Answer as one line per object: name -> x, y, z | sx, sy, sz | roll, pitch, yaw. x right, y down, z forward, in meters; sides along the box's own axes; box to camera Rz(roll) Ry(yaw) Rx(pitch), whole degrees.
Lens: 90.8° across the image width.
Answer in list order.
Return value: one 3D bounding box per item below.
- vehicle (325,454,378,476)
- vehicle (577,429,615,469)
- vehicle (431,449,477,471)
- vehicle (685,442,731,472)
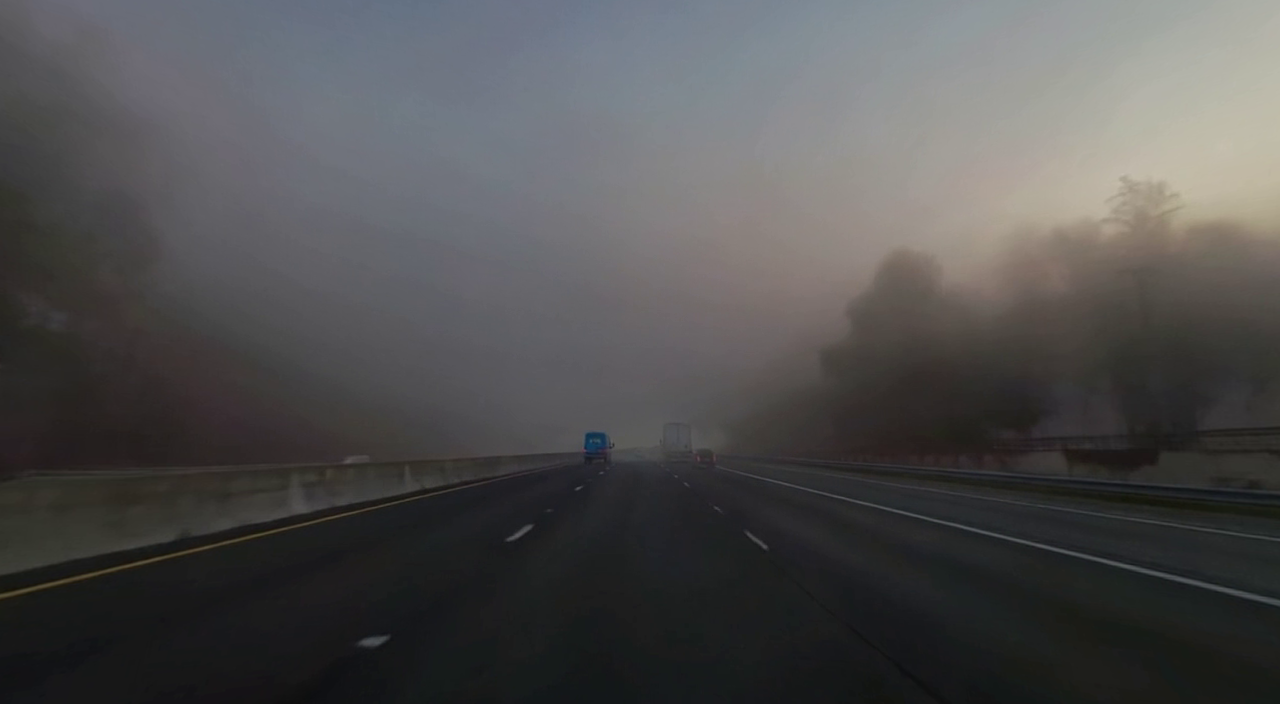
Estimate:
vehicle -> -20.698, 8.142, 45.467 | 1.805, 1.454, 4.182 | 0, -9, 1
vehicle -> -3.095, 7.074, 46.073 | 2.380, 2.648, 6.879 | 0, -9, -1
vehicle -> -13.022, 7.582, 44.440 | 1.931, 1.484, 4.452 | 0, -9, 0
vehicle -> 3.900, 6.119, 37.013 | 2.066, 1.638, 4.158 | 0, -9, -2
